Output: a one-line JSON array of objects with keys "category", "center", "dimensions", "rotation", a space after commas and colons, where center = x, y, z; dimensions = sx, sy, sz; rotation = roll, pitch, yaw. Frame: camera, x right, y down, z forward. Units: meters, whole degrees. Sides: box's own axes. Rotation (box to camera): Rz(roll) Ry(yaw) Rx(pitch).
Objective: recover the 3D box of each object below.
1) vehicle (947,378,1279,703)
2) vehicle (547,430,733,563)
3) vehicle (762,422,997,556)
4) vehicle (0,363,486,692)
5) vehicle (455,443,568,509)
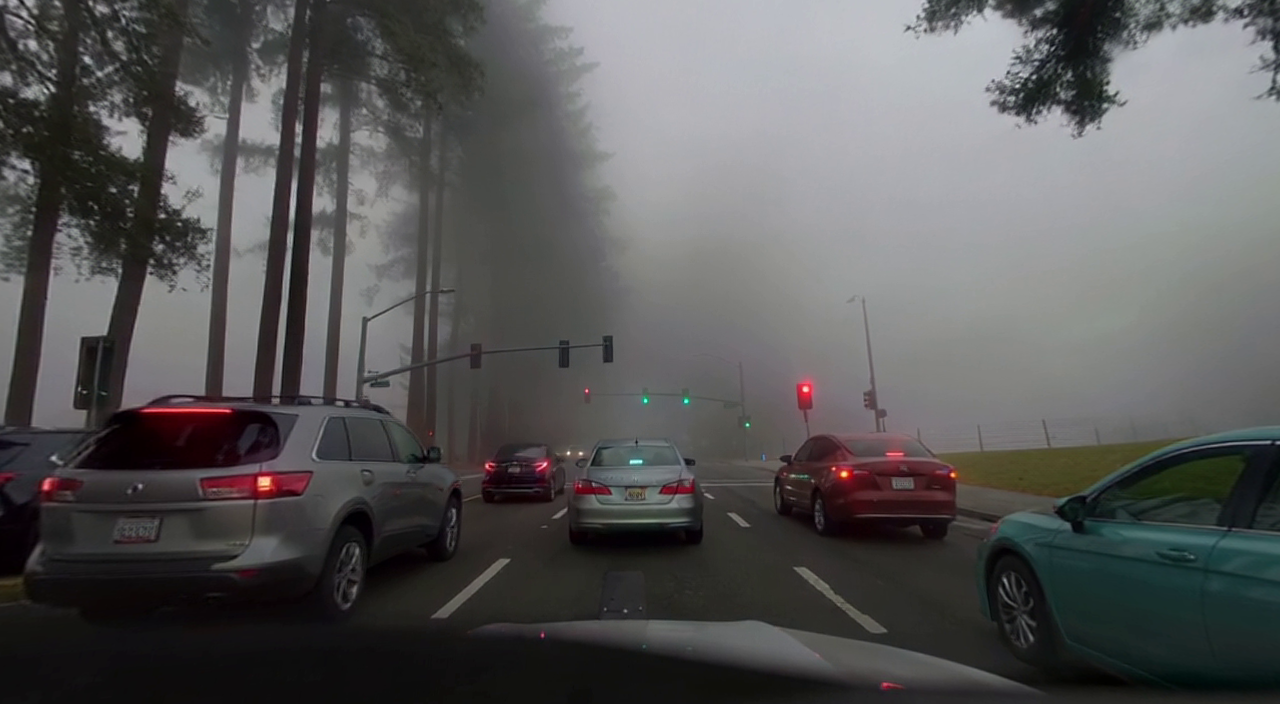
[{"category": "vehicle", "center": [3.320, 0.968, 2.825], "dimensions": [1.899, 1.588, 3.888], "rotation": [0, -9, 0]}, {"category": "vehicle", "center": [-0.018, 1.968, 9.317], "dimensions": [2.147, 1.507, 3.953], "rotation": [0, -9, -1]}, {"category": "vehicle", "center": [3.420, 2.046, 10.121], "dimensions": [2.040, 1.647, 4.379], "rotation": [0, -9, 0]}, {"category": "vehicle", "center": [-3.126, 1.281, 5.764], "dimensions": [2.168, 1.750, 4.625], "rotation": [-1, -9, 1]}, {"category": "vehicle", "center": [-3.072, 3.053, 16.018], "dimensions": [1.975, 1.420, 4.196], "rotation": [0, -9, 1]}]
